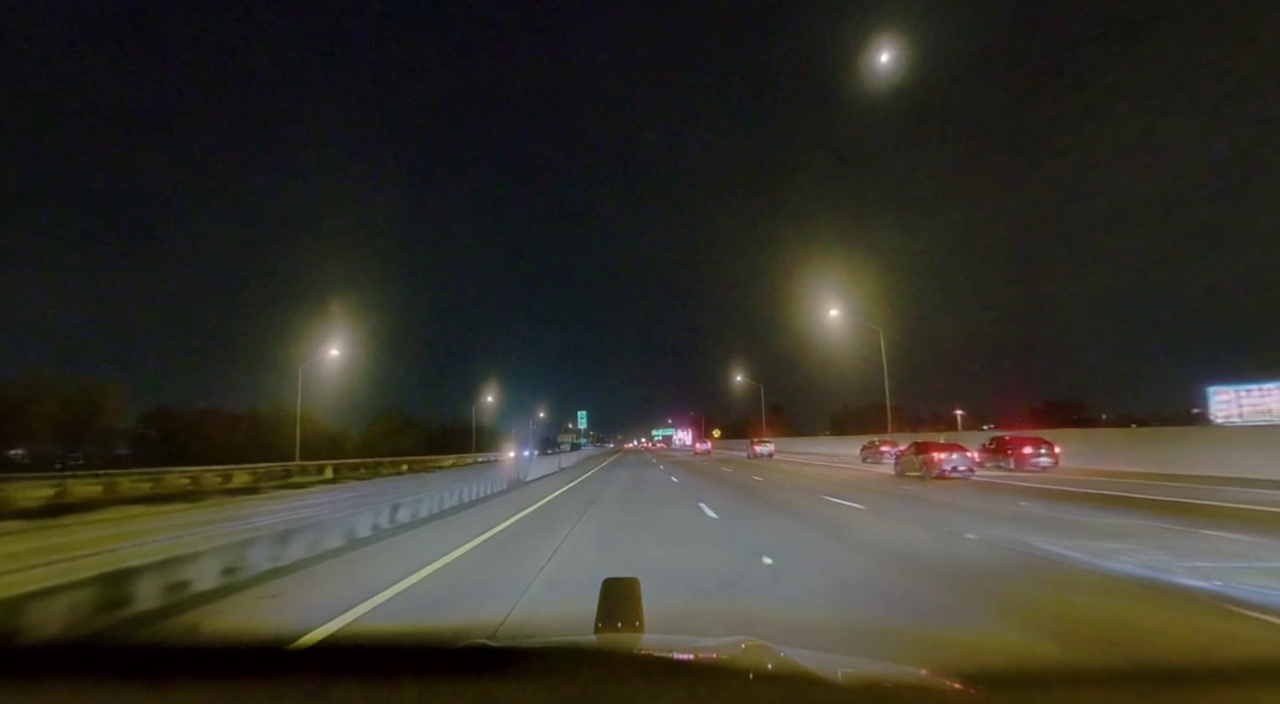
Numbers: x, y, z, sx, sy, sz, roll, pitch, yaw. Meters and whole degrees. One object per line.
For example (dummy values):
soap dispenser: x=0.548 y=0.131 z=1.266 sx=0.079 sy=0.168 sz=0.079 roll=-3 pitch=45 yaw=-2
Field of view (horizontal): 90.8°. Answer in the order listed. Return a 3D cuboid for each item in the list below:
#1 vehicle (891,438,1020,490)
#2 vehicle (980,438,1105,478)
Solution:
vehicle: x=9.551 y=3.407 z=19.570 sx=1.836 sy=1.418 sz=4.132 roll=0 pitch=-9 yaw=0
vehicle: x=16.411 y=4.337 z=26.134 sx=1.936 sy=1.498 sz=4.883 roll=0 pitch=-9 yaw=-1
